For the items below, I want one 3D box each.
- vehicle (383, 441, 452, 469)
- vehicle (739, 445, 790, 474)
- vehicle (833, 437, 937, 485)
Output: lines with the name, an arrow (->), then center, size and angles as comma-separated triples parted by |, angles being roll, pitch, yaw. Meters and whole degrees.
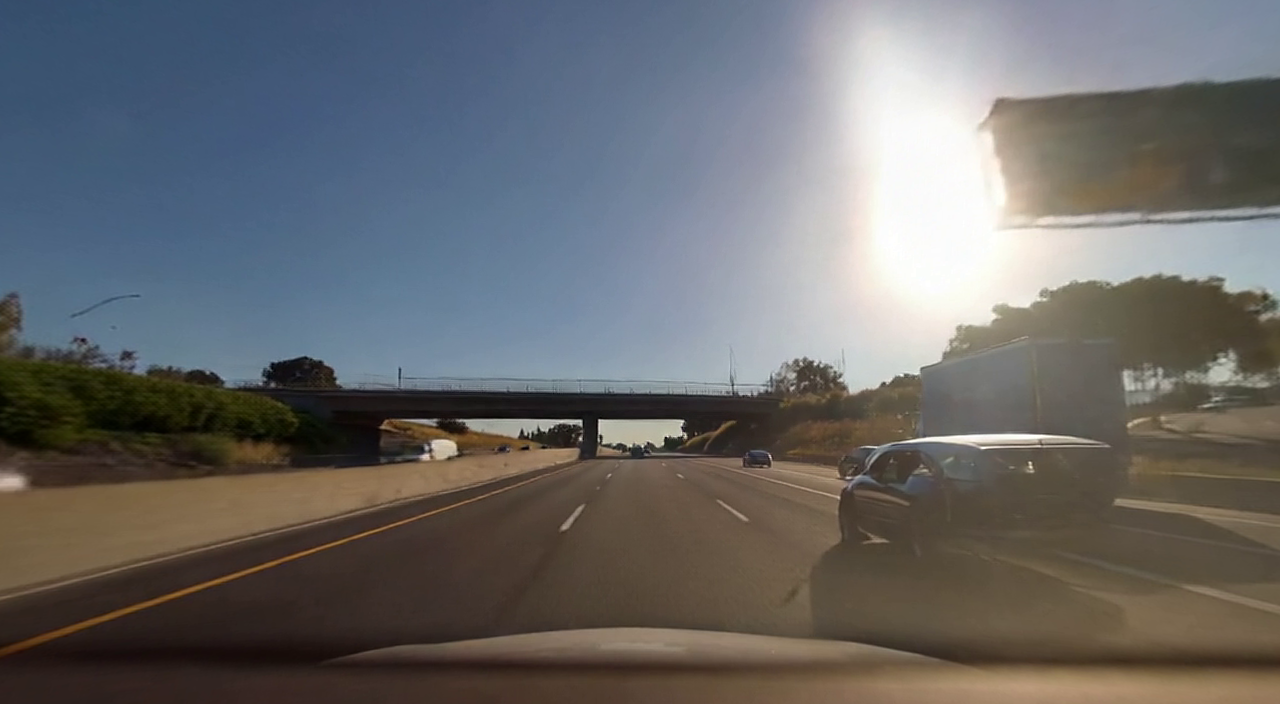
vehicle -> -16.998, 7.901, 48.590 | 2.851, 1.978, 6.334 | 0, -9, 2
vehicle -> 7.159, 6.237, 36.637 | 2.053, 1.553, 4.463 | 0, -9, -1
vehicle -> 10.869, 4.877, 28.515 | 2.387, 1.936, 5.646 | 0, -9, 0
